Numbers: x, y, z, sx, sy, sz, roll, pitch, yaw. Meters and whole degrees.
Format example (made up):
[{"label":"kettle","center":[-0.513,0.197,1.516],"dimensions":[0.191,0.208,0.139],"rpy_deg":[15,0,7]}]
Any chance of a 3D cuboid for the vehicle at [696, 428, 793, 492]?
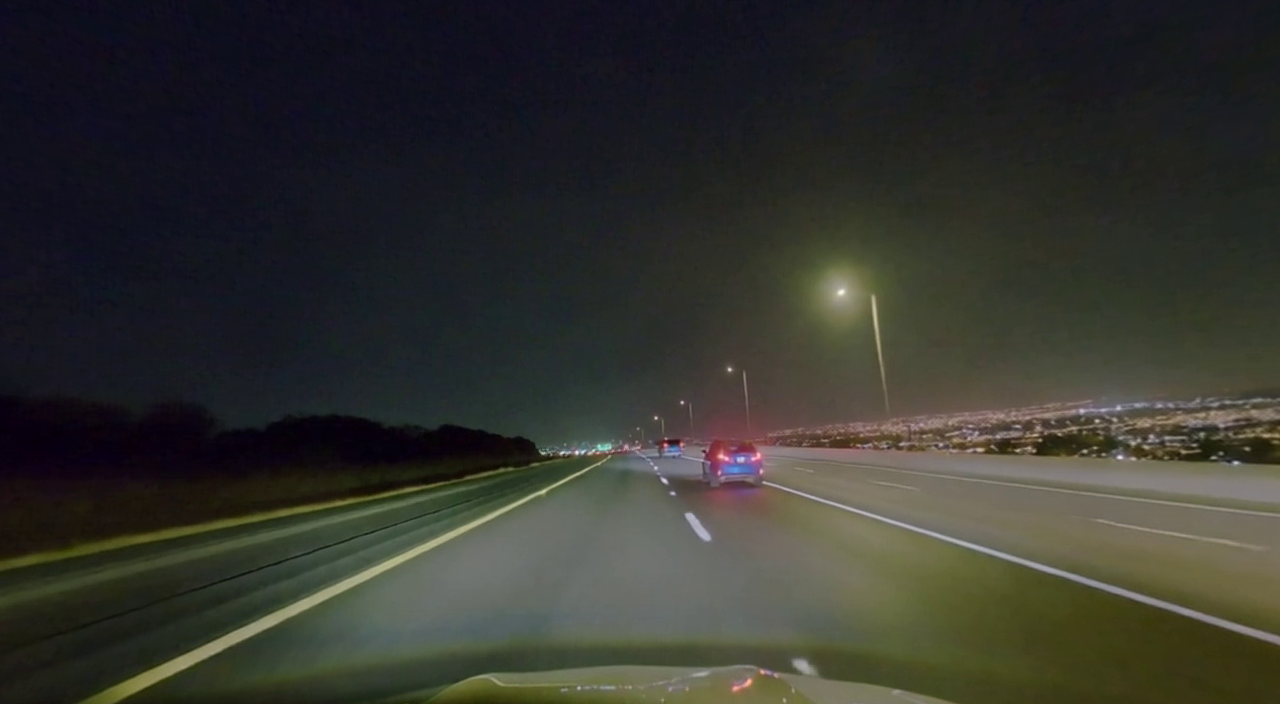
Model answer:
[{"label":"vehicle","center":[3.152,3.408,20.283],"dimensions":[2.141,1.785,4.778],"rpy_deg":[0,-8,-2]}]
